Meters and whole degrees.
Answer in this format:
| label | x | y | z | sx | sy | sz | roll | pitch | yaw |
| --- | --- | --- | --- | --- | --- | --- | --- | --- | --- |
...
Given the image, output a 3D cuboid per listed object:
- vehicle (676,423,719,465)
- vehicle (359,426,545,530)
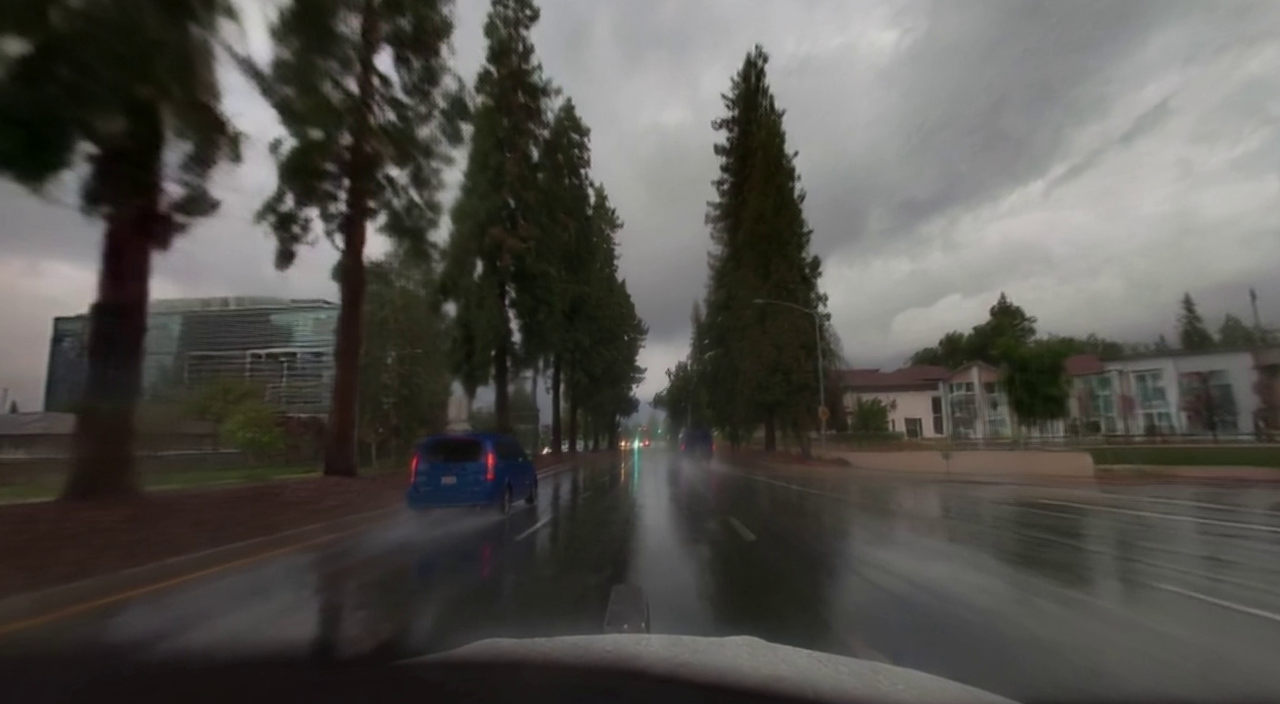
| label | x | y | z | sx | sy | sz | roll | pitch | yaw |
| --- | --- | --- | --- | --- | --- | --- | --- | --- | --- |
| vehicle | 3.851 | 6.337 | 43.184 | 2.349 | 2.671 | 5.744 | 0 | -9 | 0 |
| vehicle | -3.302 | 2.332 | 12.233 | 2.129 | 1.602 | 4.532 | 0 | -9 | 1 |
